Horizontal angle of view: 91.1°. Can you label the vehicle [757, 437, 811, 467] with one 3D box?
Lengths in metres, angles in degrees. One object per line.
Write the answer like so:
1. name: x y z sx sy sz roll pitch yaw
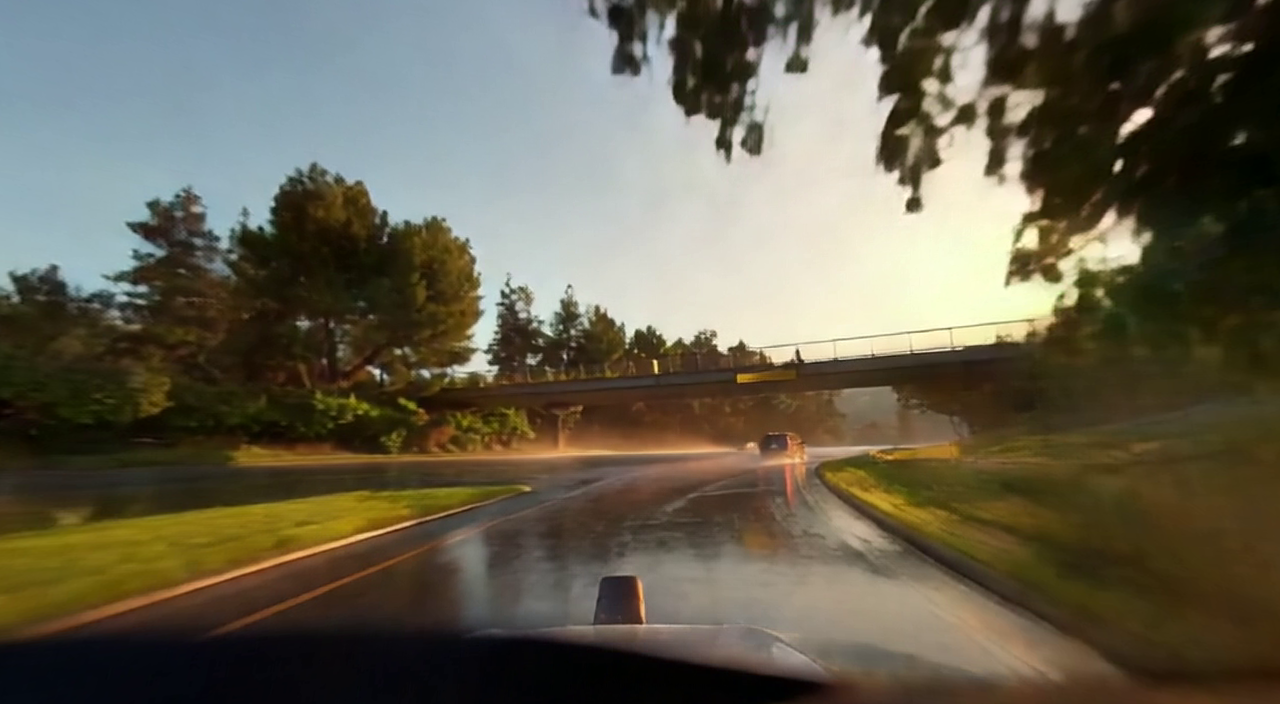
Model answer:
1. vehicle: 7.493 5.160 32.509 1.980 1.449 3.650 -4 -10 23
